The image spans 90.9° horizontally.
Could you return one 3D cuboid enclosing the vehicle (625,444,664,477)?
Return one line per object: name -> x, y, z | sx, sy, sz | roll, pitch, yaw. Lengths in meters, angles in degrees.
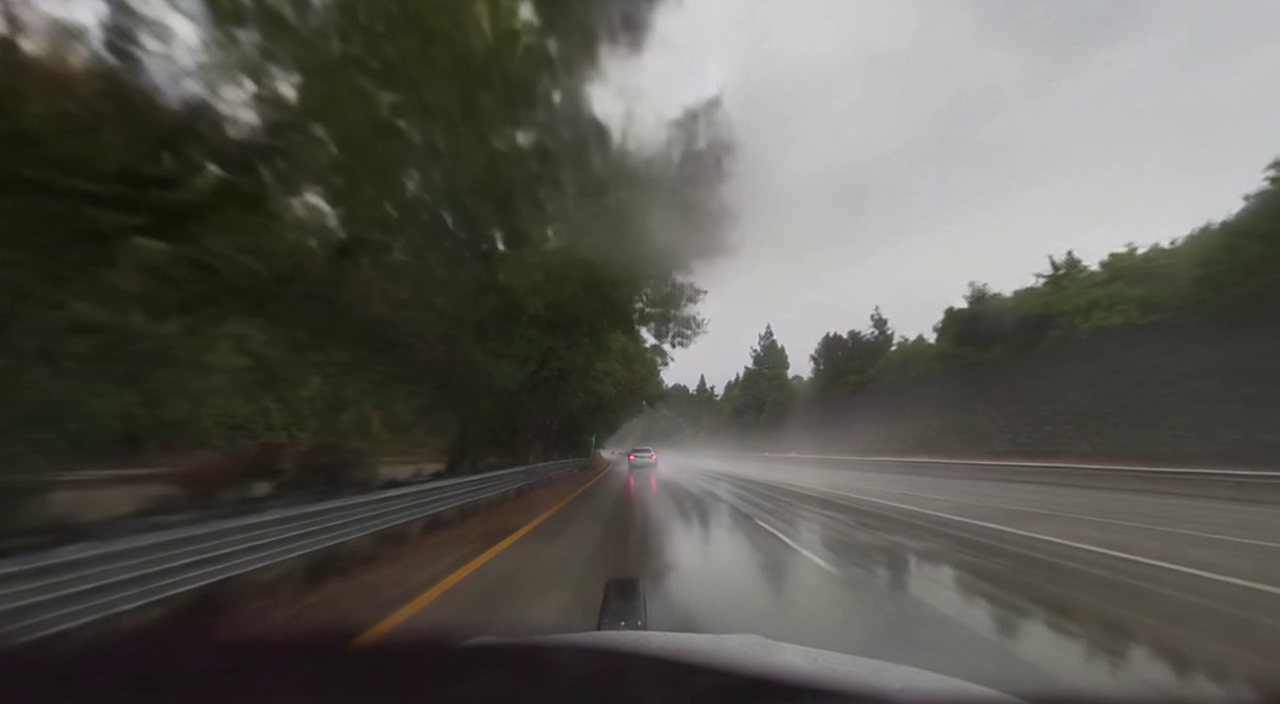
vehicle -> 0.216, 5.774, 33.661 | 1.987, 1.658, 3.620 | 0, -9, -1
